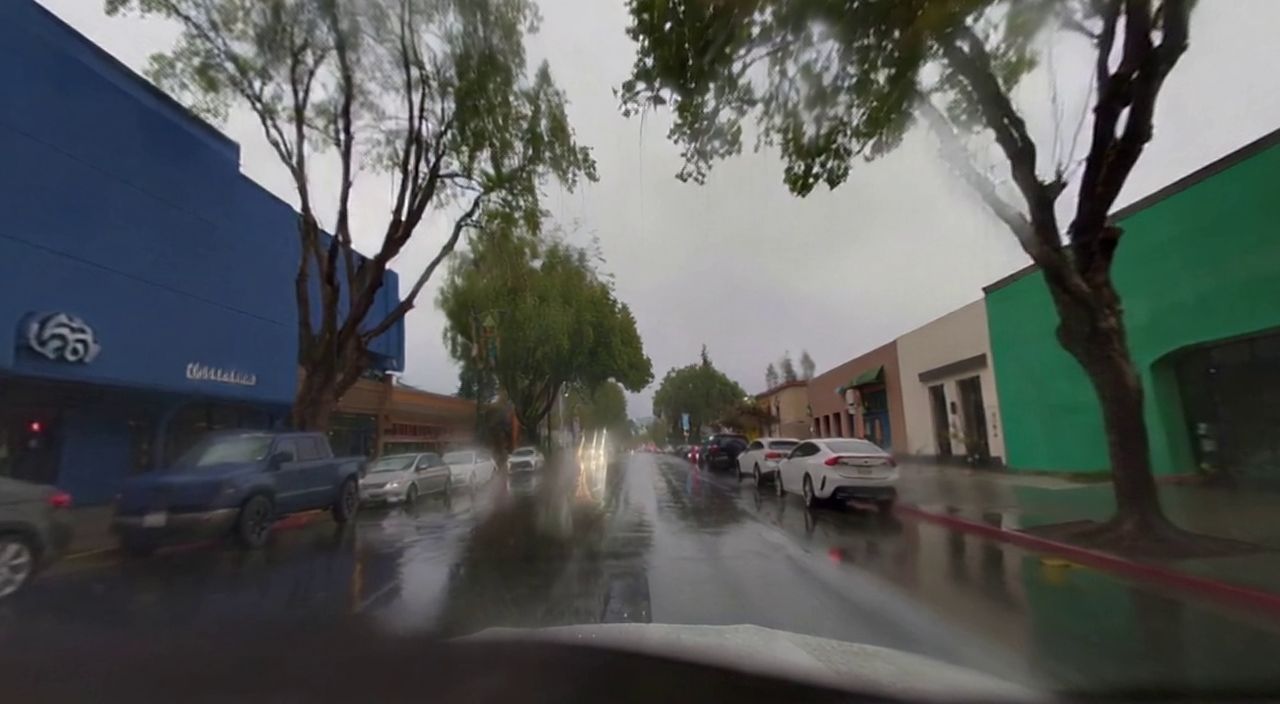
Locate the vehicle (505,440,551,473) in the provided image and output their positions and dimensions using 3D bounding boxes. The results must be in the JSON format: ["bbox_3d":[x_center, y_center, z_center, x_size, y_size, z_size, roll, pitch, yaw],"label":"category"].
[{"bbox_3d":[-6.735,6.349,38.288,1.996,1.770,5.518,-1,-10,-2],"label":"vehicle"}]

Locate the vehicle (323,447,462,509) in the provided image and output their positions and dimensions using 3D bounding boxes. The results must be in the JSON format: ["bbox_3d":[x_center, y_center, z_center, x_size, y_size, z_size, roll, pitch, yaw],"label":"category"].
[{"bbox_3d":[-7.023,3.590,18.565,2.001,1.502,4.851,-1,-8,2],"label":"vehicle"}]

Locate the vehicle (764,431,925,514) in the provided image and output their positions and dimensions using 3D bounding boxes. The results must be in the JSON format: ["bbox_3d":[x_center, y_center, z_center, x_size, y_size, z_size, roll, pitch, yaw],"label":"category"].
[{"bbox_3d":[4.261,2.600,14.126,1.973,1.494,4.867,0,-9,0],"label":"vehicle"}]

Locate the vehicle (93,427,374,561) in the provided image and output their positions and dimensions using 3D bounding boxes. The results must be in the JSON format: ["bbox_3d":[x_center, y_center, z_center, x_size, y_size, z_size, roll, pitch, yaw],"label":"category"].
[{"bbox_3d":[-7.022,2.406,11.769,2.238,1.891,4.780,-1,-7,-3],"label":"vehicle"}]
